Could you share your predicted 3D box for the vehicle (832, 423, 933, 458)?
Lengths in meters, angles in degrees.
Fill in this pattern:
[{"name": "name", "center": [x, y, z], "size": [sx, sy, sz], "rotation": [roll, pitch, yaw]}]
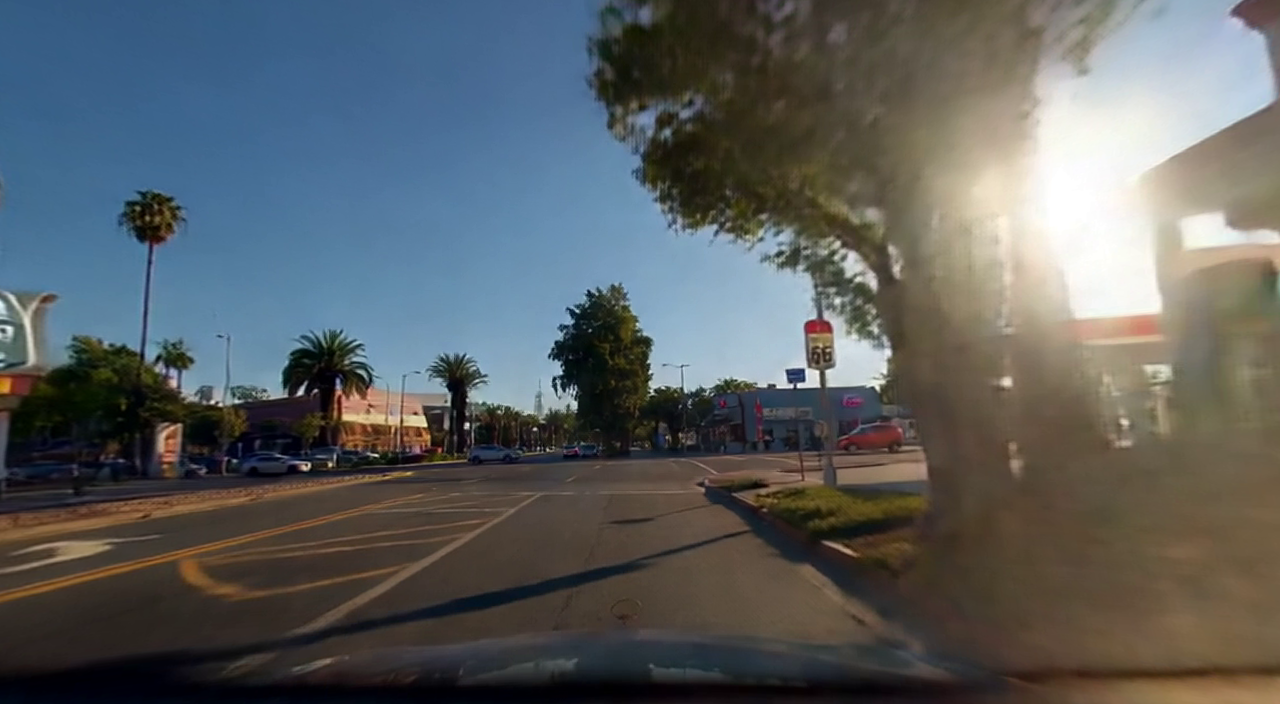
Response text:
[{"name": "vehicle", "center": [13.160, 4.840, 34.369], "size": [4.640, 1.800, 2.026], "rotation": [0, -9, -2]}]
